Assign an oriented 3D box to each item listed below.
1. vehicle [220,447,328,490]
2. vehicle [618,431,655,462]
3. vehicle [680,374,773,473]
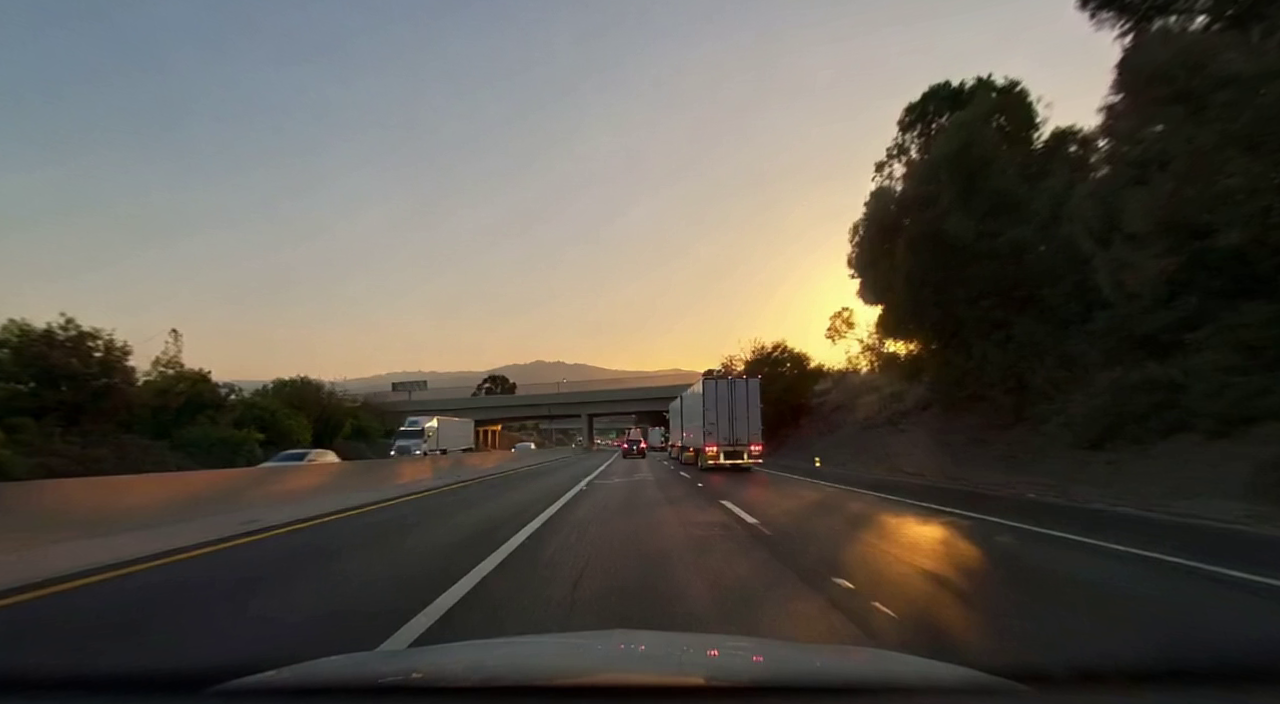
[{"bbox_3d":[-14.816,4.711,25.756,2.059,1.535,3.963,0,-8,-1],"label":"vehicle"},{"bbox_3d":[-0.311,6.641,44.299,2.456,2.007,4.728,0,-8,-2],"label":"vehicle"},{"bbox_3d":[3.733,3.451,29.527,2.967,3.961,8.660,0,-8,-1],"label":"vehicle"}]
